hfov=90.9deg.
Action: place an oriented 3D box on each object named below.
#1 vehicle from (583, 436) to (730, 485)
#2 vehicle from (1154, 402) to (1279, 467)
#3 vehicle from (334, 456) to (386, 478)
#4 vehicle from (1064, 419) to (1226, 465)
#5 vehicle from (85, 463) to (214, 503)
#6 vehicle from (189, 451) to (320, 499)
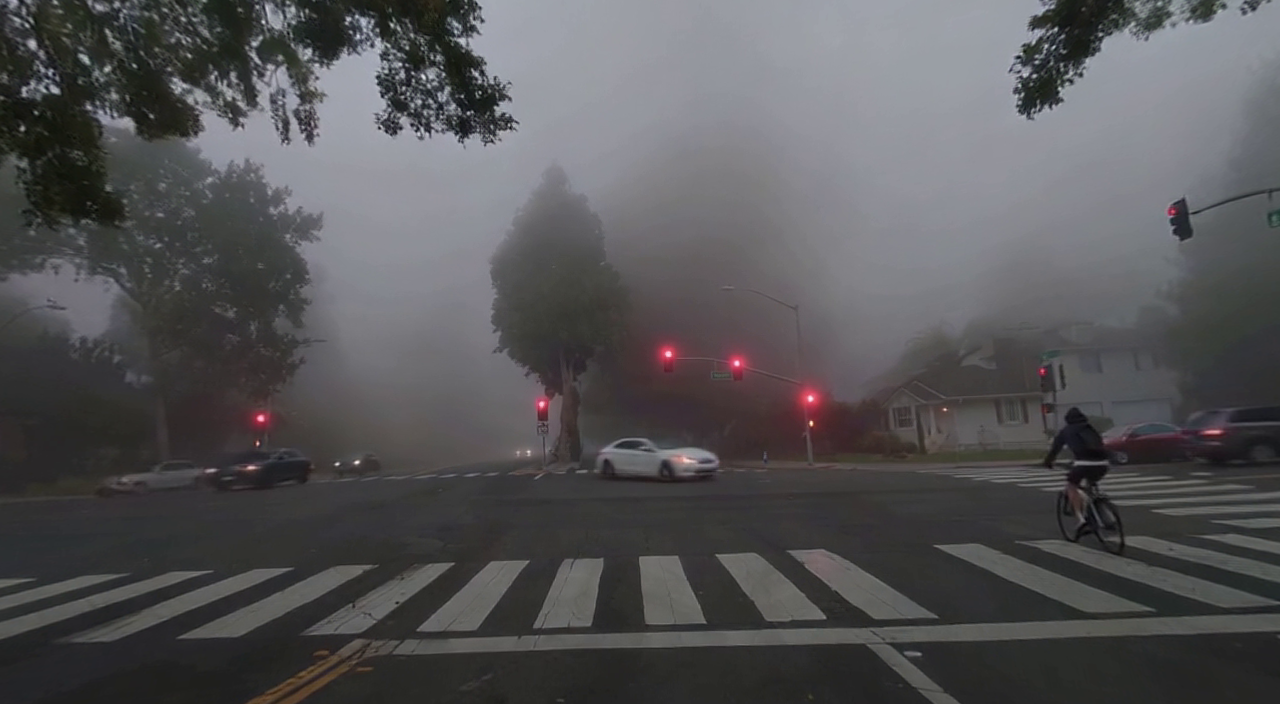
[{"bbox_3d":[0.485,3.691,21.723,4.749,1.496,2.017,-7,-11,36],"label":"vehicle"},{"bbox_3d":[18.243,2.344,17.902,5.188,1.731,2.191,-1,-9,3],"label":"vehicle"},{"bbox_3d":[-19.895,8.180,44.992,1.810,1.393,4.423,0,-9,-2],"label":"vehicle"},{"bbox_3d":[17.347,3.108,21.806,3.969,1.493,1.823,0,-9,1],"label":"vehicle"},{"bbox_3d":[-20.945,5.585,27.204,1.872,1.455,4.576,0,-9,0],"label":"vehicle"},{"bbox_3d":[-13.667,4.334,22.716,1.973,1.511,4.299,0,-9,1],"label":"vehicle"}]
